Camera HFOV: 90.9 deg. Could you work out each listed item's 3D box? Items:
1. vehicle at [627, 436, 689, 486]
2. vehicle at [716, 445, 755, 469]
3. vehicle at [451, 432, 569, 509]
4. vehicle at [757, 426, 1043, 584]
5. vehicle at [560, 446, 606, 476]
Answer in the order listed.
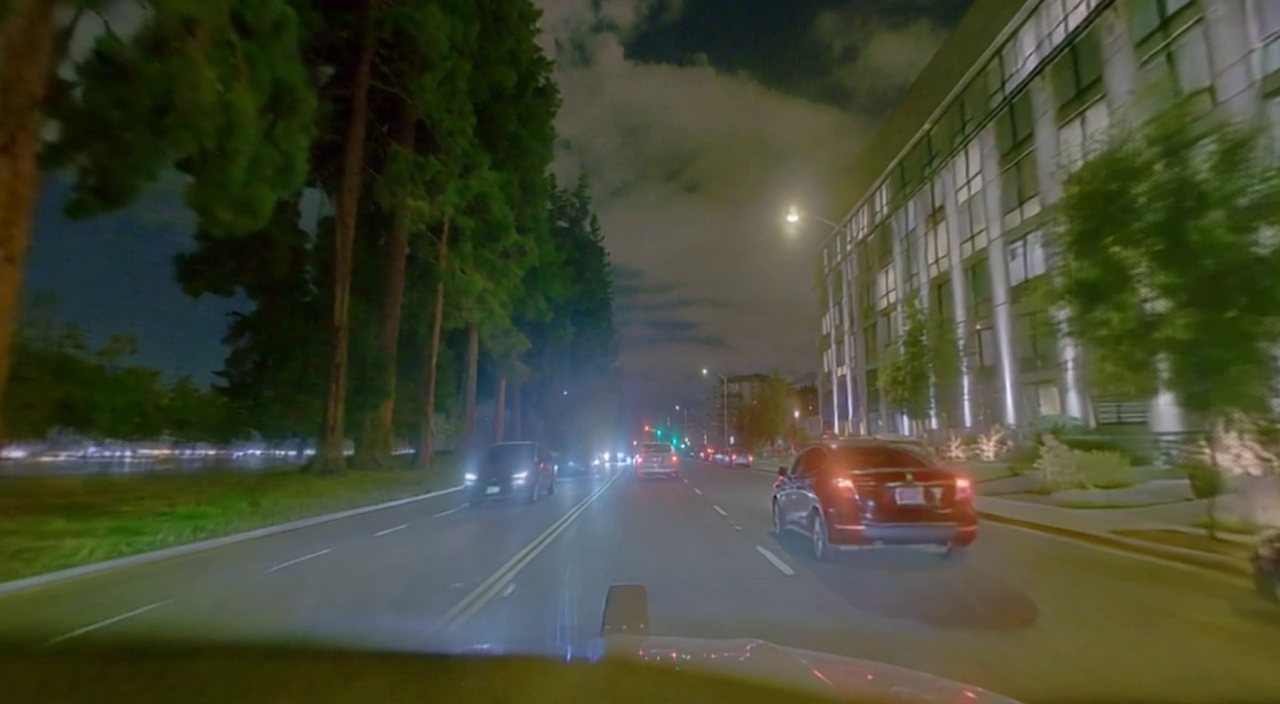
[{"bbox_3d":[0.652,4.014,23.484,2.105,1.653,3.887,0,-8,1],"label":"vehicle"},{"bbox_3d":[6.240,6.900,41.686,1.885,1.467,4.546,0,-8,0],"label":"vehicle"},{"bbox_3d":[-3.216,3.032,16.598,2.124,1.731,4.227,-1,-8,1],"label":"vehicle"},{"bbox_3d":[2.950,1.820,8.338,1.991,1.536,4.116,0,-8,0],"label":"vehicle"},{"bbox_3d":[-2.870,5.610,32.602,1.997,1.415,4.195,0,-8,0],"label":"vehicle"}]
